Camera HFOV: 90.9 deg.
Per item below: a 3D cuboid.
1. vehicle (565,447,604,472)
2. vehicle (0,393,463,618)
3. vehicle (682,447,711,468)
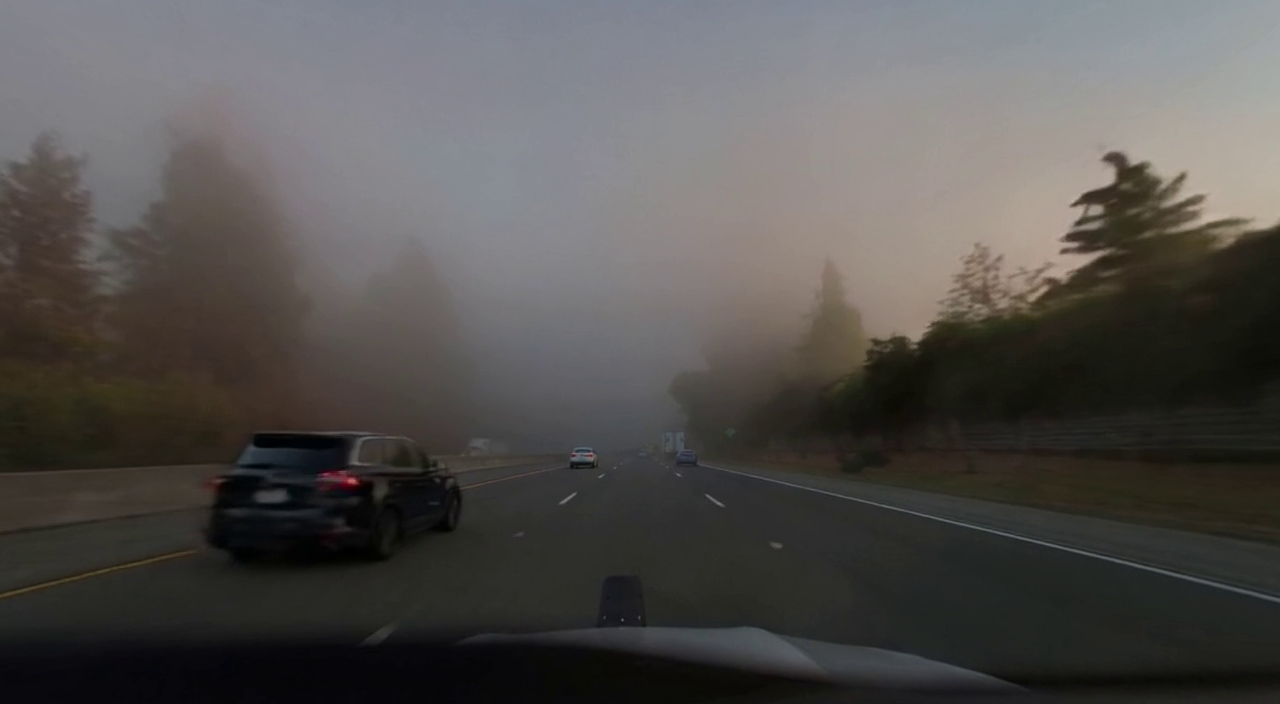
[{"bbox_3d":[-3.713,7.241,42.735,2.129,1.559,5.272,0,-9,0],"label":"vehicle"},{"bbox_3d":[-3.982,1.573,7.516,2.138,1.720,5.186,0,-9,1],"label":"vehicle"},{"bbox_3d":[4.354,8.212,49.281,1.873,1.529,3.953,0,-9,0],"label":"vehicle"}]
